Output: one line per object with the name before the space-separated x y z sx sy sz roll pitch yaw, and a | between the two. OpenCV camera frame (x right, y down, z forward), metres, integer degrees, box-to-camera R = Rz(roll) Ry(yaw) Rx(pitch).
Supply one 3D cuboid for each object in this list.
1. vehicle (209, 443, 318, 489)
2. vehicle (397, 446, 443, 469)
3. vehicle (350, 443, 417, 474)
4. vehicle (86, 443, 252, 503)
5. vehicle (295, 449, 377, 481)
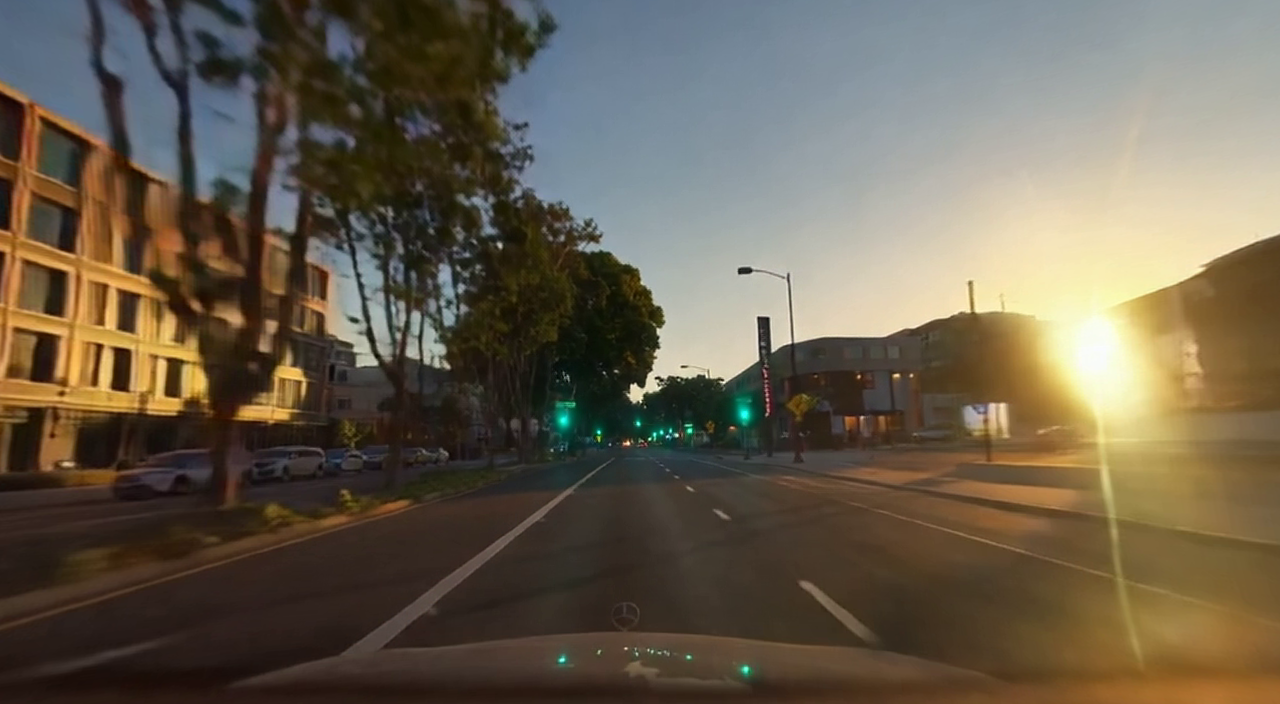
vehicle | -15.870 4.787 26.954 1.880 1.791 4.666 0 -8 -2
vehicle | -15.831 7.609 45.701 1.831 1.599 4.080 0 -8 0
vehicle | -15.623 6.501 38.785 1.978 1.760 5.097 0 -8 0
vehicle | -15.515 3.963 21.268 1.950 1.749 5.006 1 -8 -4
vehicle | -15.445 5.730 32.401 1.776 1.468 5.089 0 -8 -1
